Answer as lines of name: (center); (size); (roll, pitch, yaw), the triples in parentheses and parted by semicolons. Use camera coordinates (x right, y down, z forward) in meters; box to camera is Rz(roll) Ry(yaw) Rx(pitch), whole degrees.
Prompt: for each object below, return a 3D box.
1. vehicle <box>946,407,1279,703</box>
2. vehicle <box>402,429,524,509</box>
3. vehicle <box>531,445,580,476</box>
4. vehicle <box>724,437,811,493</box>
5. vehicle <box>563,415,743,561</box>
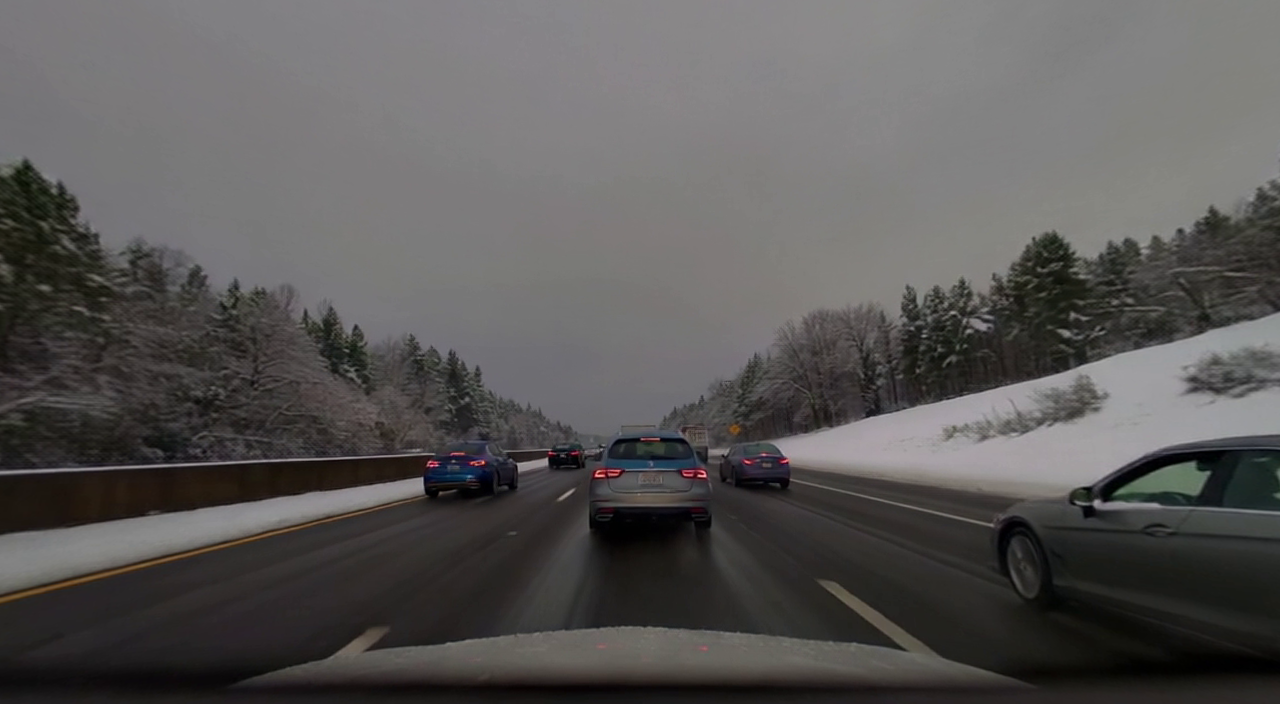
vehicle: (3.680, 1.039, 3.198); (1.953, 1.434, 4.511); (0, -9, 0)
vehicle: (-4.213, 2.856, 15.699); (1.890, 1.708, 3.844); (0, -9, 0)
vehicle: (-4.196, 5.457, 31.847); (1.910, 1.468, 3.781); (0, -9, 1)
vehicle: (3.952, 3.571, 20.219); (1.905, 1.590, 3.746); (0, -9, -2)
vehicle: (0.137, 1.897, 9.357); (2.093, 1.695, 3.782); (0, -9, 0)
